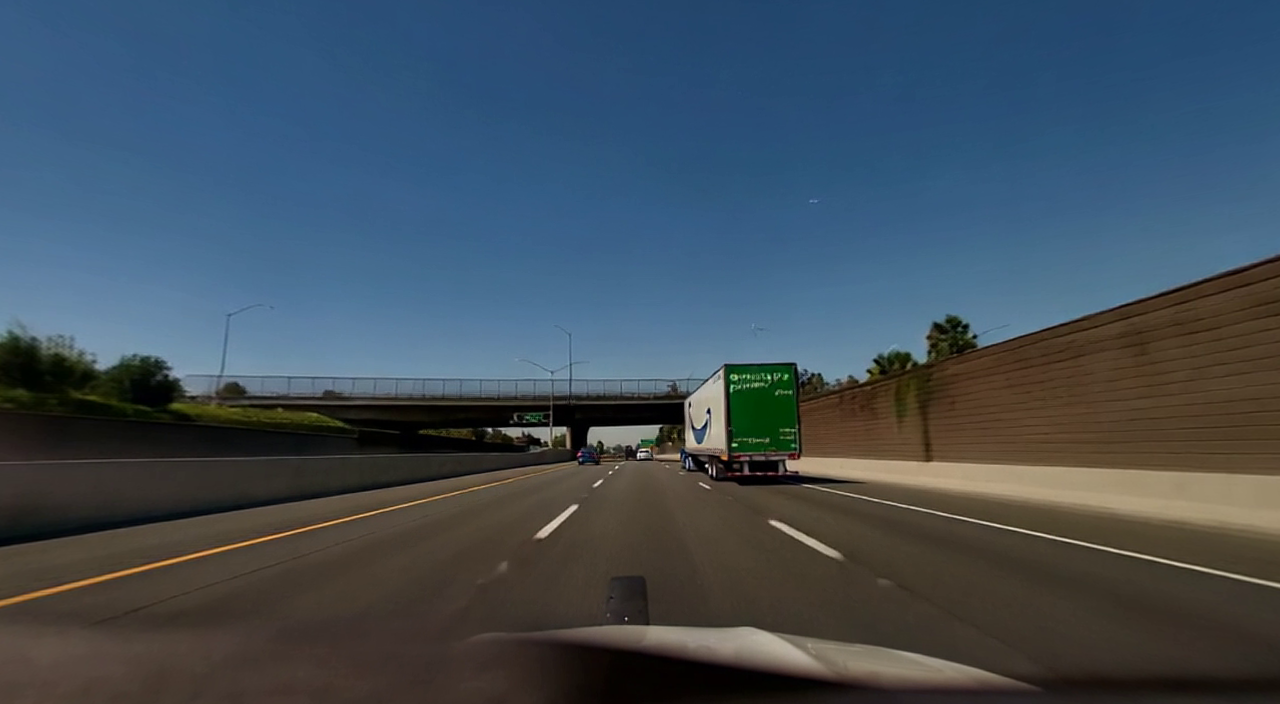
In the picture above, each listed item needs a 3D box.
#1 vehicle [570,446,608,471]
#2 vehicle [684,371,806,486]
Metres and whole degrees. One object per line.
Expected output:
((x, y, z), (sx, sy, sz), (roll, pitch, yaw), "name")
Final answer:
((-3.441, 7.328, 43.447), (2.200, 1.562, 4.959), (0, -9, 0), "vehicle")
((4.281, 3.949, 30.675), (2.928, 4.021, 17.190), (0, -9, 0), "vehicle")
